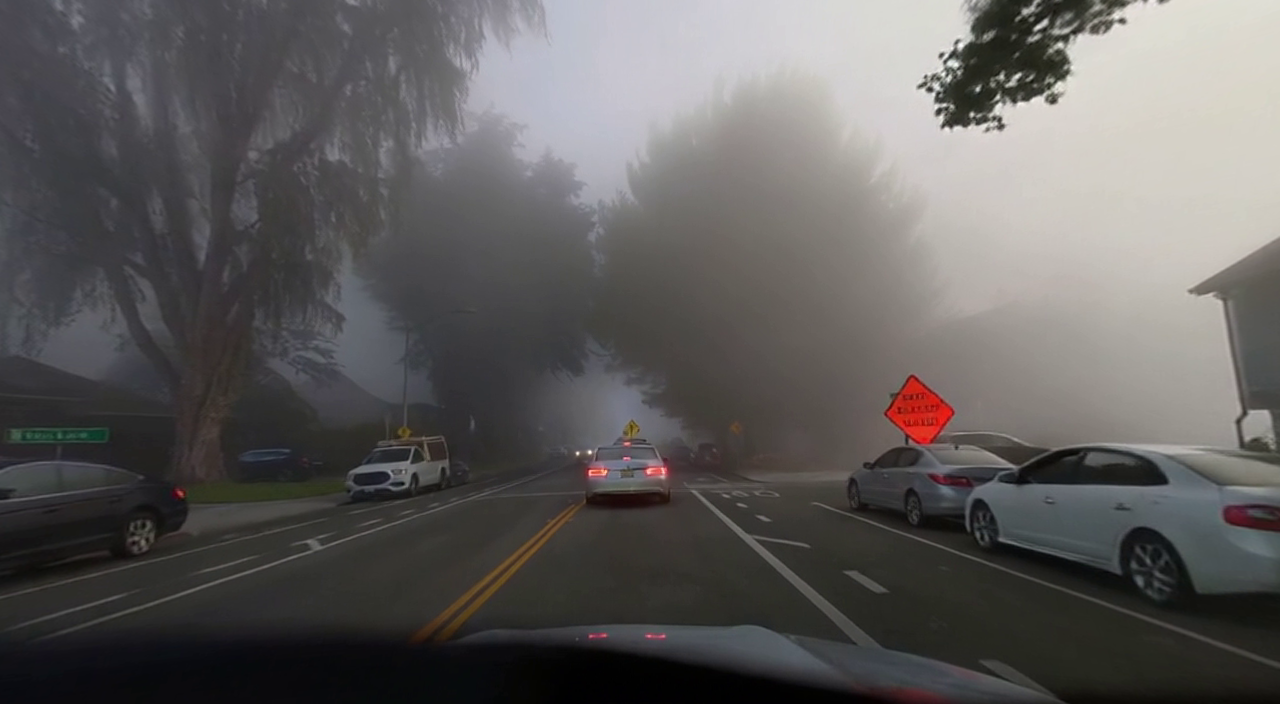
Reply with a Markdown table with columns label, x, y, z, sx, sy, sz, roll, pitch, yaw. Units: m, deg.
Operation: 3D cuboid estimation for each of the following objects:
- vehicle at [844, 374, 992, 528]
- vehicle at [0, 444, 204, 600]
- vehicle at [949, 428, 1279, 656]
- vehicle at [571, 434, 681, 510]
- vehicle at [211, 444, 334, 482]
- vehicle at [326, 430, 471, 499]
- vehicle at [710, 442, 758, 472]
| label | x | y | z | sx | sy | sz | roll | pitch | yaw |
| --- | --- | --- | --- | --- | --- | --- | --- | --- | --- |
| vehicle | 5.263 | 1.887 | 12.288 | 1.409 | 2.648 | 2.645 | 0 | -8 | -4 |
| vehicle | -7.981 | 1.983 | 7.772 | 2.036 | 1.676 | 4.440 | 0 | -8 | -1 |
| vehicle | 5.107 | 1.534 | 6.073 | 1.864 | 1.480 | 4.587 | 0 | -8 | -1 |
| vehicle | -0.248 | 2.667 | 14.499 | 2.151 | 1.481 | 4.084 | 0 | -8 | 1 |
| vehicle | -16.646 | 5.032 | 28.664 | 4.468 | 1.517 | 1.796 | -1 | -9 | -2 |
| vehicle | -8.149 | 3.868 | 22.170 | 2.659 | 2.047 | 6.014 | 0 | -8 | 1 |
| vehicle | 4.928 | 5.527 | 33.429 | 1.985 | 1.481 | 4.116 | 0 | -8 | 1 |
